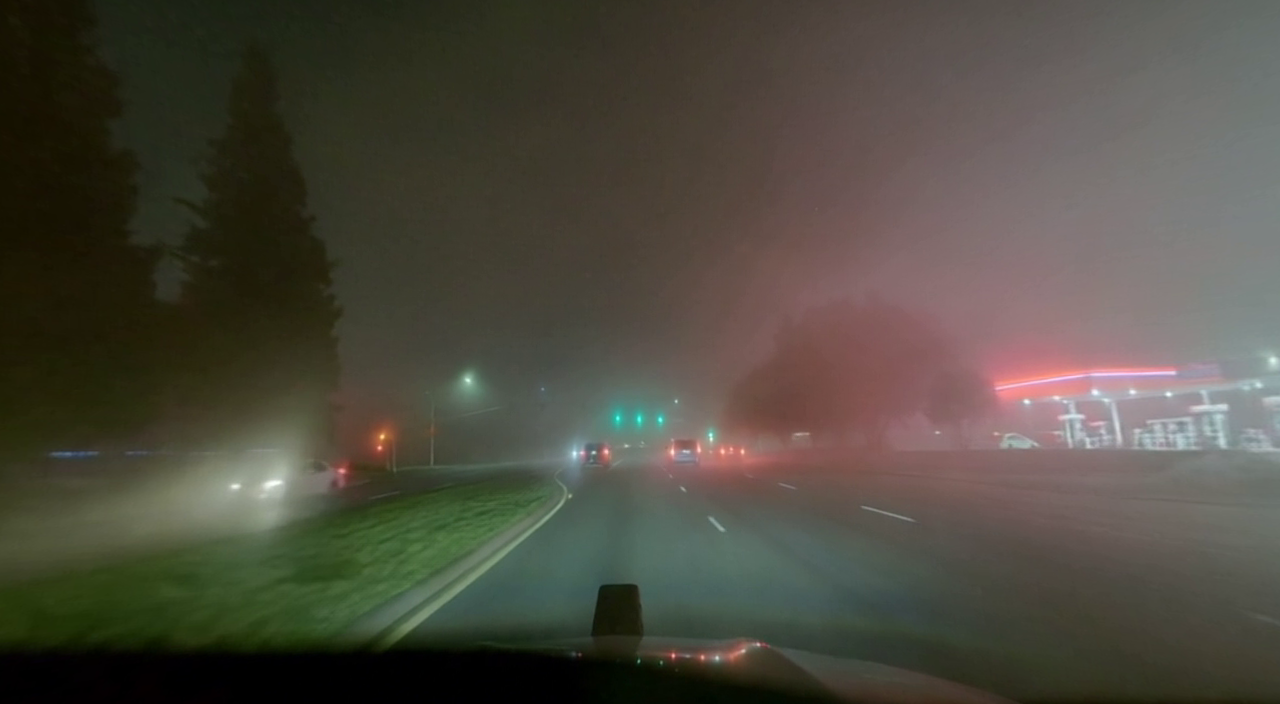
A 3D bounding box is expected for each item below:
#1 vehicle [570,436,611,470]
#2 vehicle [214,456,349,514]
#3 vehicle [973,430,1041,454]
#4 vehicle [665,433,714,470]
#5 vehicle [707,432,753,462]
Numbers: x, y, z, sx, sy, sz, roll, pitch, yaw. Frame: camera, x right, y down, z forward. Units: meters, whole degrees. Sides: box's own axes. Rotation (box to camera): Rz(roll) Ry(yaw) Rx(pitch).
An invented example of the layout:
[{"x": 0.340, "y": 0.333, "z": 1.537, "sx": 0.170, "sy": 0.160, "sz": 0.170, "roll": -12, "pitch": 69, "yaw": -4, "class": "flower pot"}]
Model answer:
[{"x": -2.958, "y": 5.964, "z": 37.471, "sx": 2.261, "sy": 1.820, "sz": 4.255, "roll": 1, "pitch": -8, "yaw": -5, "class": "vehicle"}, {"x": -11.943, "y": 4.416, "z": 21.477, "sx": 1.934, "sy": 1.674, "sz": 4.445, "roll": 0, "pitch": -8, "yaw": 1, "class": "vehicle"}, {"x": 24.199, "y": 5.971, "z": 41.879, "sx": 1.805, "sy": 1.460, "sz": 4.326, "roll": 0, "pitch": -8, "yaw": -2, "class": "vehicle"}, {"x": 2.584, "y": 5.372, "z": 34.244, "sx": 2.140, "sy": 1.800, "sz": 4.660, "roll": 0, "pitch": -8, "yaw": -2, "class": "vehicle"}, {"x": 6.865, "y": 7.338, "z": 48.799, "sx": 2.510, "sy": 2.176, "sz": 5.527, "roll": 0, "pitch": -8, "yaw": -2, "class": "vehicle"}]
